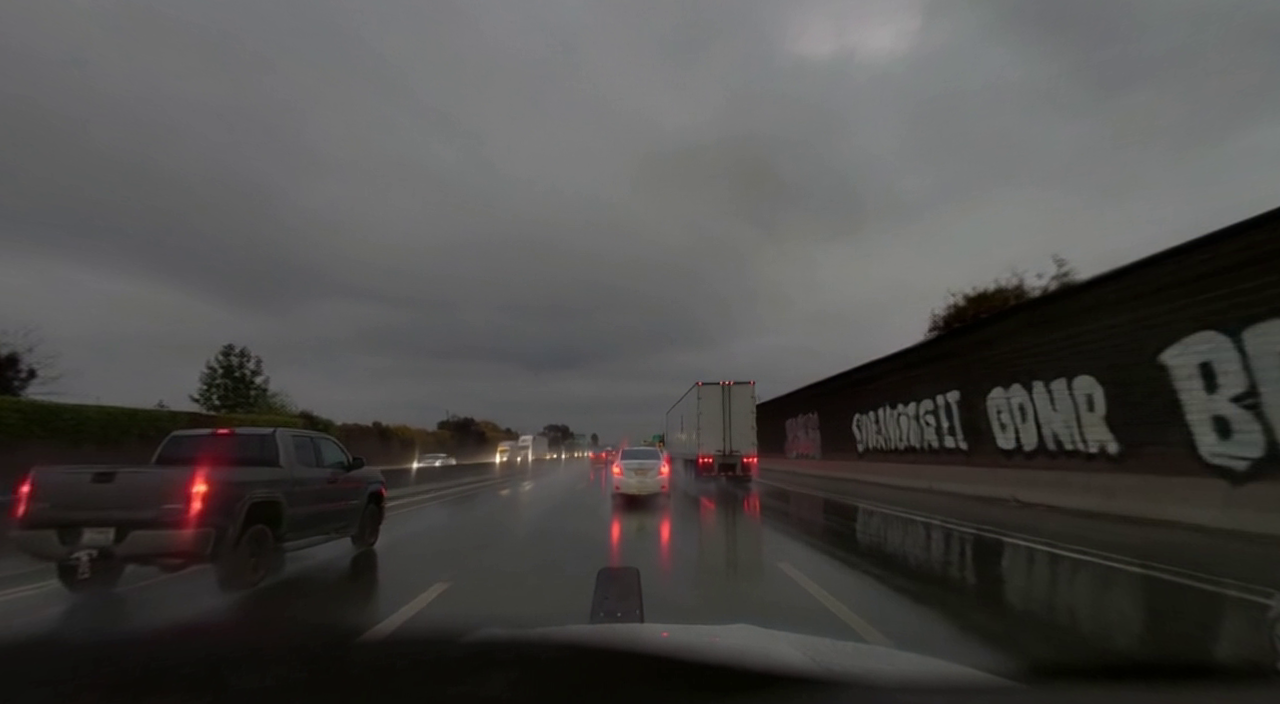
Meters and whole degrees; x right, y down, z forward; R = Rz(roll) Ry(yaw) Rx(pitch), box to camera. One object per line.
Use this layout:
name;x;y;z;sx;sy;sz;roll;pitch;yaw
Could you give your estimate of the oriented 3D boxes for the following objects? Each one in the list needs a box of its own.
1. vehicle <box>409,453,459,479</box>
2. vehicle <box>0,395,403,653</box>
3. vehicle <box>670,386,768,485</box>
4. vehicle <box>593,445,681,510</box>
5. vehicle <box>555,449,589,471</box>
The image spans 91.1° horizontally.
vehicle;-12.191;6.762;37.461;1.767;1.418;3.555;0;-9;0
vehicle;-4.433;1.534;6.739;1.988;1.750;4.711;0;-9;-1
vehicle;3.537;4.452;32.747;2.902;4.014;14.446;0;-9;-1
vehicle;-0.117;3.200;16.584;2.033;1.468;4.015;0;-9;-1
vehicle;-4.929;7.941;46.327;2.067;1.481;4.085;0;-9;0
